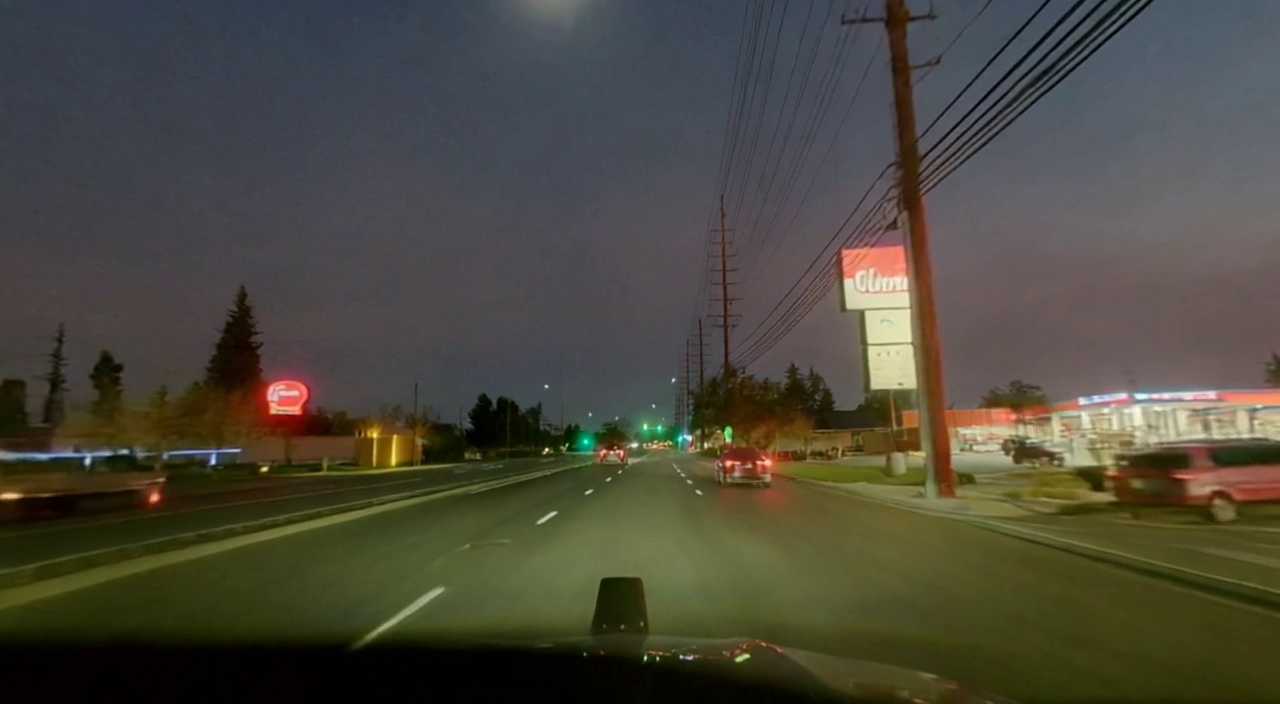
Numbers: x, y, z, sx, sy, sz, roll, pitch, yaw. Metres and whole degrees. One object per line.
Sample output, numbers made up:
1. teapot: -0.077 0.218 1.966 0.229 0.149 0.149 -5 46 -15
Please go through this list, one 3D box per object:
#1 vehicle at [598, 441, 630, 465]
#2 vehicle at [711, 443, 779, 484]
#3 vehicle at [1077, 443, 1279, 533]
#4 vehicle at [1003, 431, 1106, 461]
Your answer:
1. vehicle: -1.843 7.353 45.917 2.047 1.664 4.148 -1 -9 2
2. vehicle: 4.011 4.332 24.759 1.978 1.455 4.195 0 -9 0
3. vehicle: 11.419 2.612 12.512 4.144 1.540 1.913 0 -7 -5
4. vehicle: 28.126 6.376 42.836 5.612 1.850 2.328 1 -9 -10
